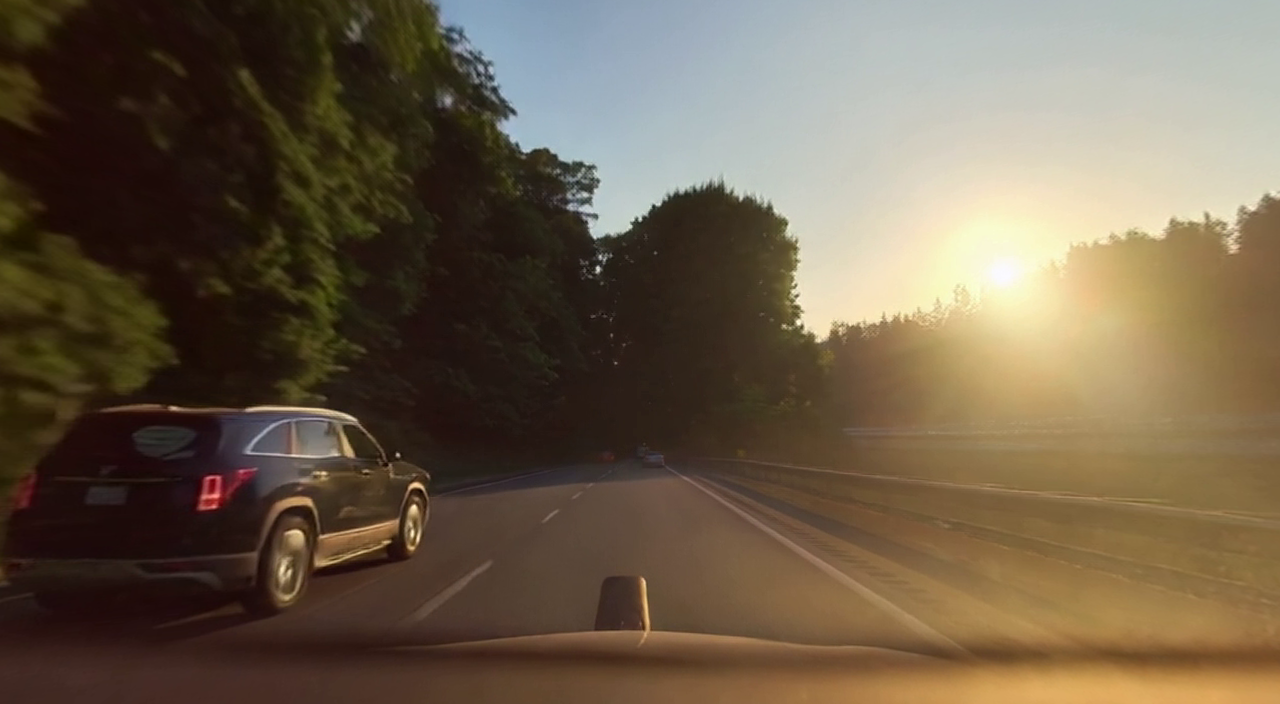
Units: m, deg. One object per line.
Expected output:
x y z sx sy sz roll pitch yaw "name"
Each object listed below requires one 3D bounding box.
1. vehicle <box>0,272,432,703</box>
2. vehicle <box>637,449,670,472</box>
-3.648 1.062 4.799 2.418 2.049 4.930 0 -9 0 "vehicle"
0.879 7.367 43.079 2.046 1.452 4.407 0 -9 -1 "vehicle"
